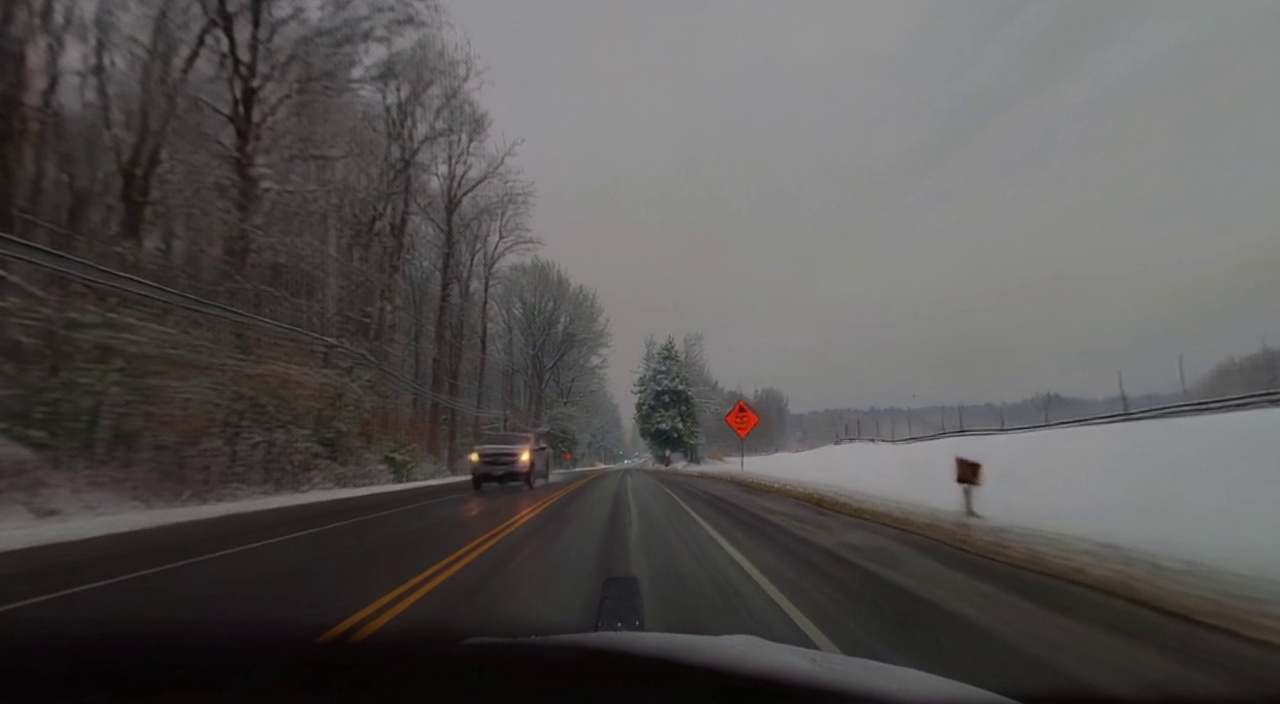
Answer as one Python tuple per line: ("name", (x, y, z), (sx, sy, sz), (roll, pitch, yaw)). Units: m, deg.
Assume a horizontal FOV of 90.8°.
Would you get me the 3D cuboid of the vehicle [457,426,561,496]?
("vehicle", (-4.581, 3.951, 23.300), (2.638, 2.200, 5.867), (-1, -8, 0))
